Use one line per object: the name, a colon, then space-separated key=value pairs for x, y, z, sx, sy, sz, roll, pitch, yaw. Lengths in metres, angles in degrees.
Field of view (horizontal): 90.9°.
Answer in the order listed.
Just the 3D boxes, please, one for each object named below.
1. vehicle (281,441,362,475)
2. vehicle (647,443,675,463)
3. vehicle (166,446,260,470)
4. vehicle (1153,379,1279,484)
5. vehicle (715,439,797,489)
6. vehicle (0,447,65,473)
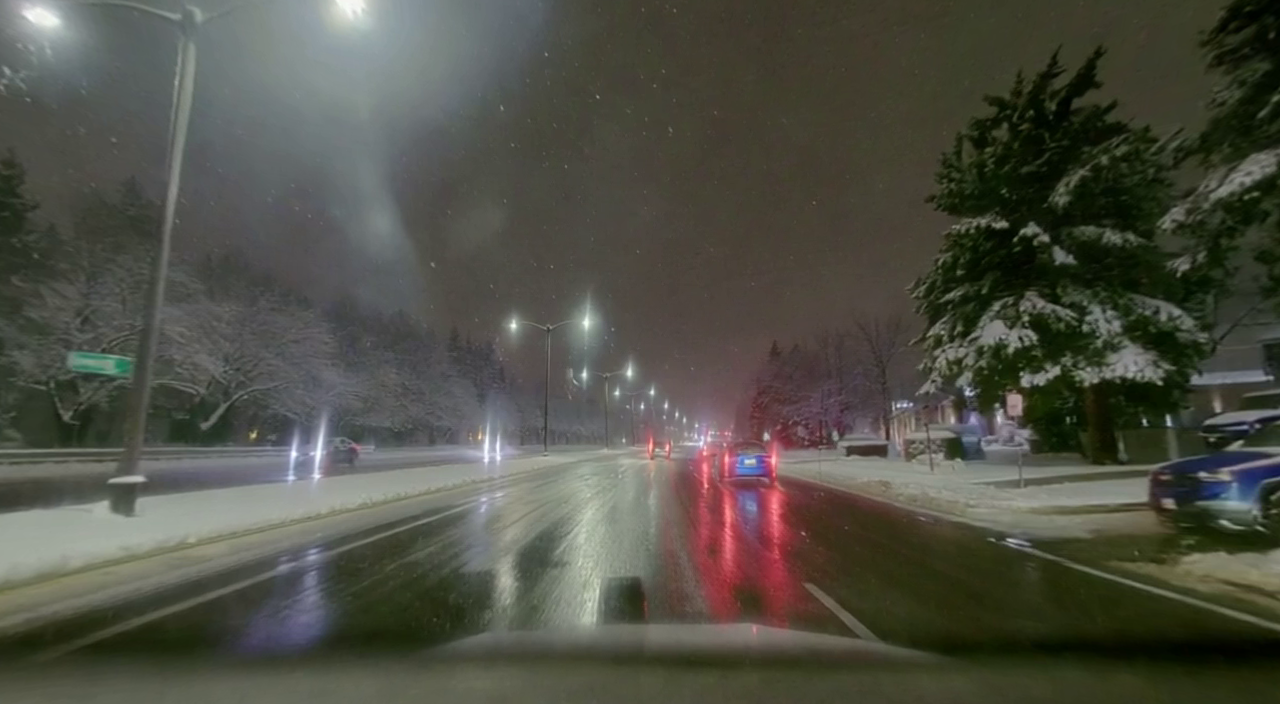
vehicle: x=-14.631 y=4.877 z=29.227 sx=1.809 sy=1.434 sz=3.952 roll=0 pitch=-8 yaw=-2
vehicle: x=1.682 y=7.822 z=48.979 sx=2.059 sy=1.477 sz=3.988 roll=-1 pitch=-8 yaw=4
vehicle: x=-27.002 y=6.720 z=39.976 sx=4.456 sy=1.428 sz=1.950 roll=1 pitch=-8 yaw=-5
vehicle: x=21.064 y=2.543 z=20.103 sx=2.713 sy=3.202 sz=6.843 roll=1 pitch=-9 yaw=-12
vehicle: x=3.825 y=3.769 z=21.630 sx=1.981 sy=1.499 sz=4.536 roll=0 pitch=-8 yaw=1
vehicle: x=-42.921 y=7.361 z=43.132 sx=4.598 sy=1.712 sz=2.298 roll=1 pitch=-8 yaw=-9
